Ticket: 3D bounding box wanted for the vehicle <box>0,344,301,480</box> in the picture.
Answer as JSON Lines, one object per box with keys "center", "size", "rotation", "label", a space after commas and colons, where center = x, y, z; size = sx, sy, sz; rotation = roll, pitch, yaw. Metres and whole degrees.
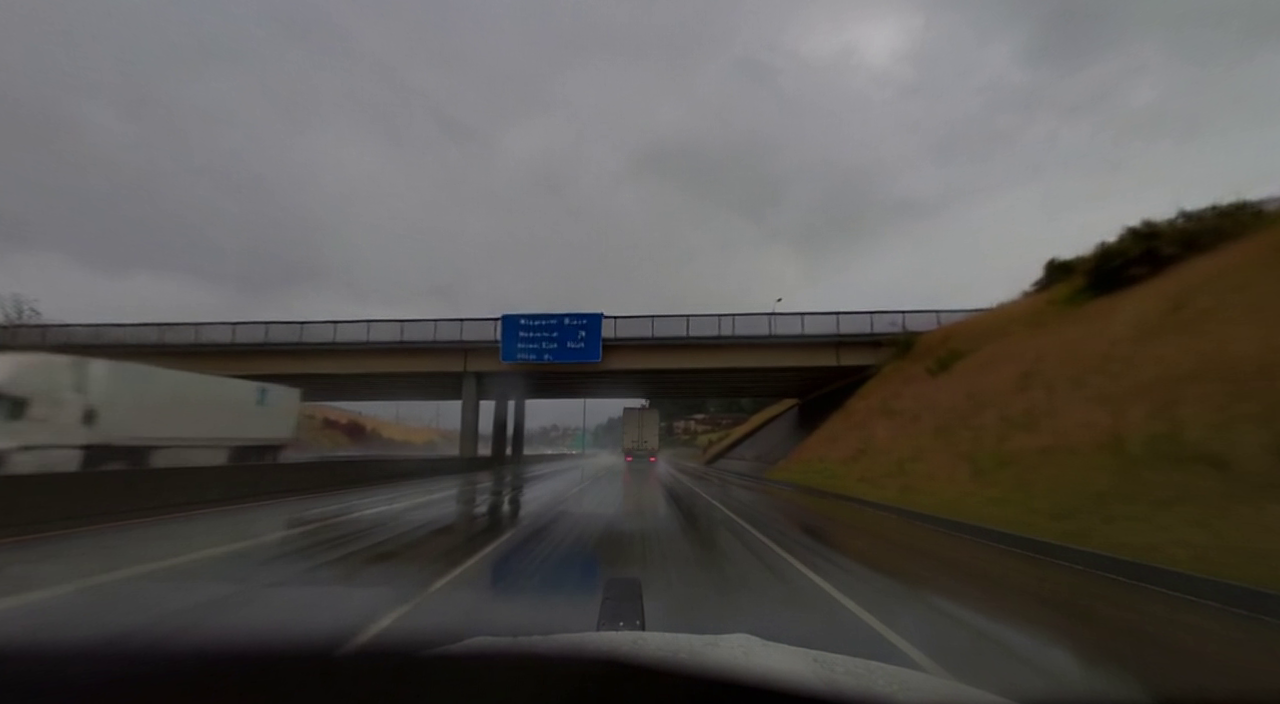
{"center": [-18.958, 2.802, 25.132], "size": [2.997, 3.896, 14.226], "rotation": [0, -9, 0], "label": "vehicle"}
